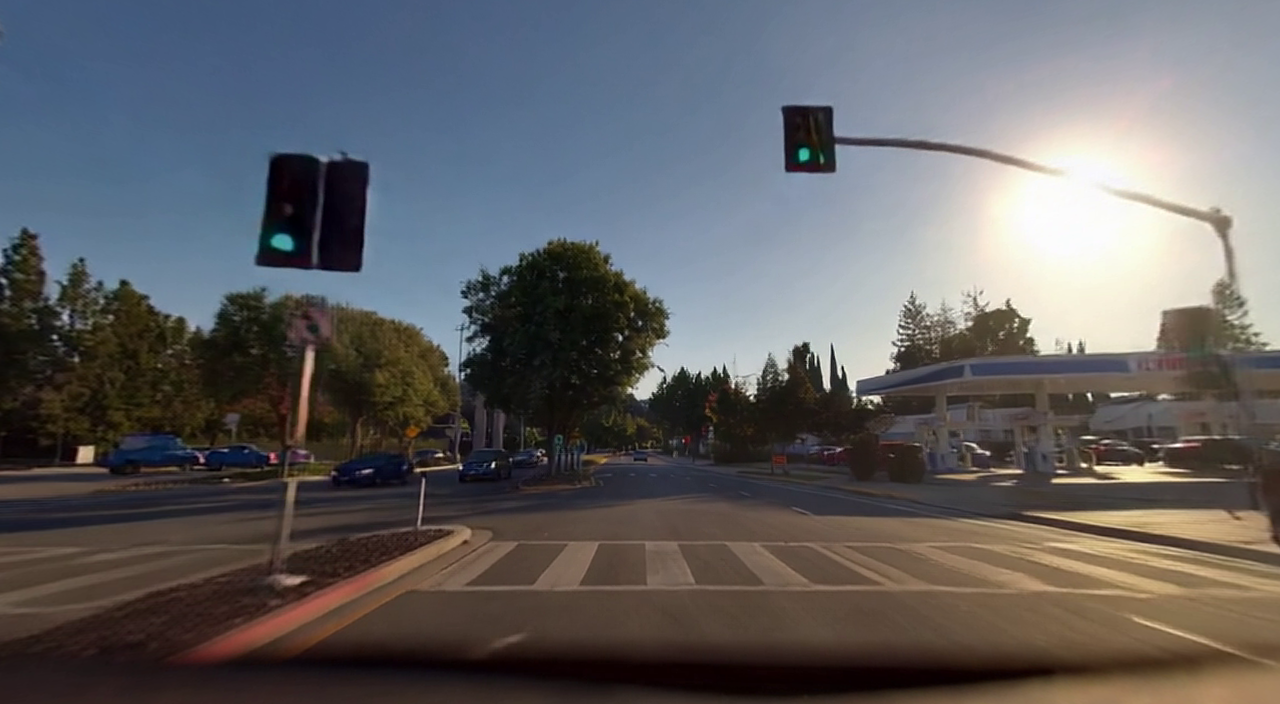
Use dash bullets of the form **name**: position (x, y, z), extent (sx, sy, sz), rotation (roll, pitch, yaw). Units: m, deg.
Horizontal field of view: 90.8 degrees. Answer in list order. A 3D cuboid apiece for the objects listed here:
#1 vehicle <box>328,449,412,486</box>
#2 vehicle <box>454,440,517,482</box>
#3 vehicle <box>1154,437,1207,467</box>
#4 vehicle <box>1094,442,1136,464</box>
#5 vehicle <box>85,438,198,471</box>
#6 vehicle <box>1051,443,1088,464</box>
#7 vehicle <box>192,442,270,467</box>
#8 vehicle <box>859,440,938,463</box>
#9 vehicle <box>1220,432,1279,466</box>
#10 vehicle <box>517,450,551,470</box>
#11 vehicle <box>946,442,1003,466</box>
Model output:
- **vehicle**: position (-11.746, 5.024, 27.827), extent (1.909, 1.469, 4.370), rotation (0, -9, -2)
- **vehicle**: position (-7.052, 5.032, 29.341), extent (1.987, 1.747, 4.545), rotation (0, -9, -3)
- **vehicle**: position (28.649, 5.279, 33.429), extent (1.815, 1.480, 4.406), rotation (-8, -12, 42)
- **vehicle**: position (34.704, 7.368, 46.085), extent (1.969, 1.482, 4.815), rotation (-8, -11, 40)
- **vehicle**: position (-28.870, 5.953, 36.719), extent (4.938, 1.778, 1.954), rotation (7, -12, -39)
- **vehicle**: position (32.538, 7.668, 47.788), extent (1.894, 1.434, 4.308), rotation (-7, -11, 38)
- **vehicle**: position (-28.940, 7.281, 44.858), extent (4.390, 1.665, 1.934), rotation (4, -10, -27)
- **vehicle**: position (19.165, 7.383, 46.911), extent (4.868, 1.610, 2.223), rotation (1, -9, -5)
- **vehicle**: position (30.470, 4.829, 31.404), extent (2.103, 1.561, 4.355), rotation (-8, -12, 40)
- **vehicle**: position (-8.097, 8.265, 48.583), extent (1.982, 1.465, 4.376), rotation (0, -9, -1)
- **vehicle**: position (21.494, 6.531, 40.509), extent (1.916, 1.434, 4.557), rotation (-9, -13, 44)
